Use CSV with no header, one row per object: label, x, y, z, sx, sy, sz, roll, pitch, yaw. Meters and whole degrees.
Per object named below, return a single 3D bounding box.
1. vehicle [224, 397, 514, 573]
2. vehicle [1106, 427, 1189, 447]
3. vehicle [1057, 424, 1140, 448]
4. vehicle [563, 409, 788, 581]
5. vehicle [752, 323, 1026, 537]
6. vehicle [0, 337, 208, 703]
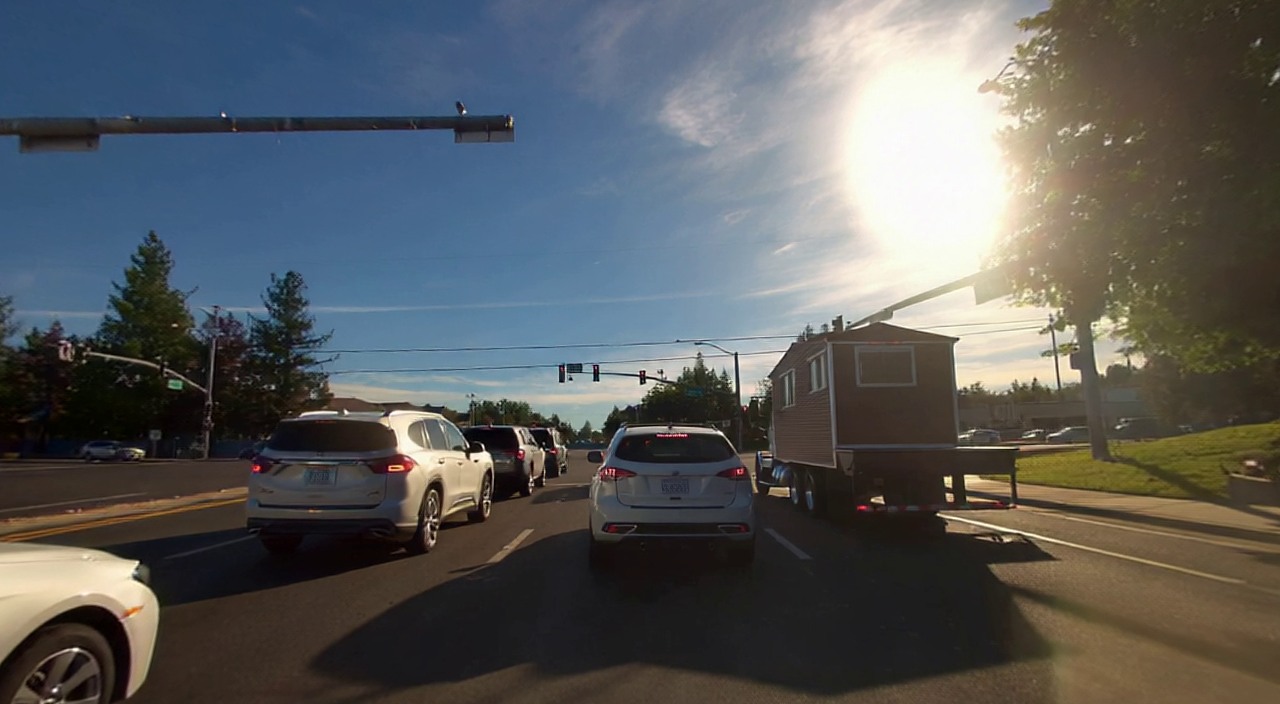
vehicle,-3.267,1.714,8.850,2.085,1.812,4.388,0,-9,0
vehicle,37.825,6.389,47.210,4.553,1.434,1.650,-5,-10,29
vehicle,33.165,6.134,45.881,4.671,1.595,1.824,-6,-10,31
vehicle,0.358,1.711,8.320,2.189,1.649,4.171,0,-9,0
vehicle,3.691,1.403,11.016,2.531,2.750,5.595,0,-9,1
vehicle,-3.432,0.676,1.477,1.952,1.730,4.116,0,-9,-1
